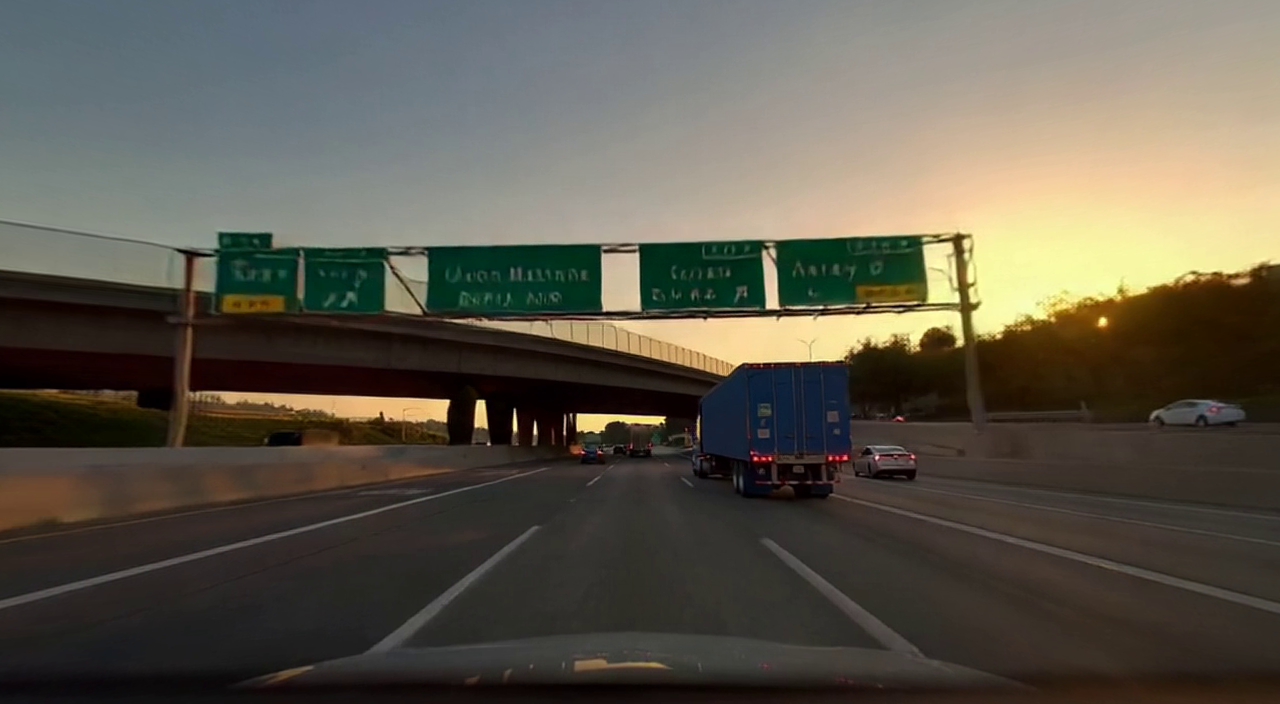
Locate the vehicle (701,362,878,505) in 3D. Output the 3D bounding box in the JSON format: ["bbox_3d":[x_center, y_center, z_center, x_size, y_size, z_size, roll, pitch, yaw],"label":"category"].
[{"bbox_3d":[4.071,2.722,20.334,3.049,3.395,10.595,0,-9,-1],"label":"vehicle"}]

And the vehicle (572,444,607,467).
[{"bbox_3d":[-3.549,7.415,45.309,2.143,1.529,4.918,0,-9,0],"label":"vehicle"}]

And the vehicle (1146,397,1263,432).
[{"bbox_3d":[28.623,3.230,32.051,1.928,1.603,4.315,1,-7,-2],"label":"vehicle"}]
